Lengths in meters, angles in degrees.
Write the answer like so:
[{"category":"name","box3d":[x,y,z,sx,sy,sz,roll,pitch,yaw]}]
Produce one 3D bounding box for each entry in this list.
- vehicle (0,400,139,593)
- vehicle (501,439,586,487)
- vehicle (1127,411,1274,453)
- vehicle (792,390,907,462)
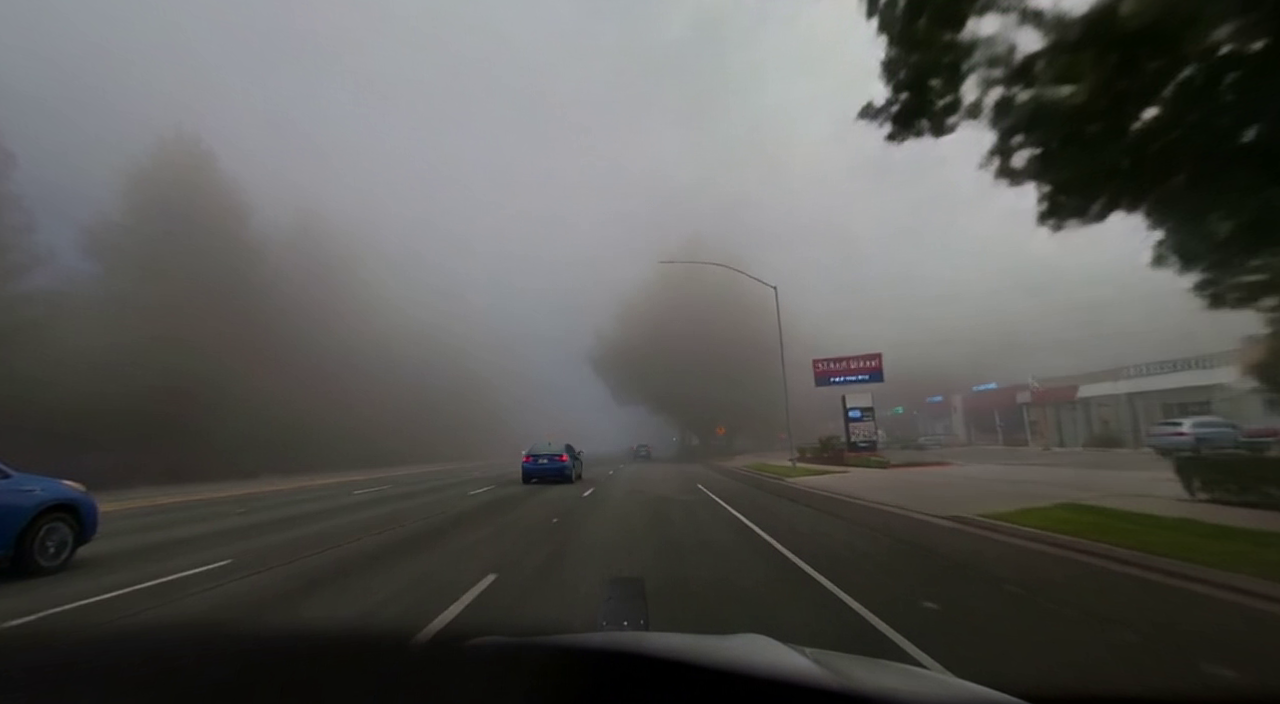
[{"category":"vehicle","box3d":[-6.813,1.190,4.941,2.043,1.726,4.472,0,-9,0]},{"category":"vehicle","box3d":[-3.202,3.801,21.914,2.152,1.479,4.394,0,-9,1]},{"category":"vehicle","box3d":[25.254,3.643,28.516,4.643,1.852,1.978,0,-9,1]},{"category":"vehicle","box3d":[12.132,4.631,37.994,2.995,3.704,10.928,0,-9,-1]}]
